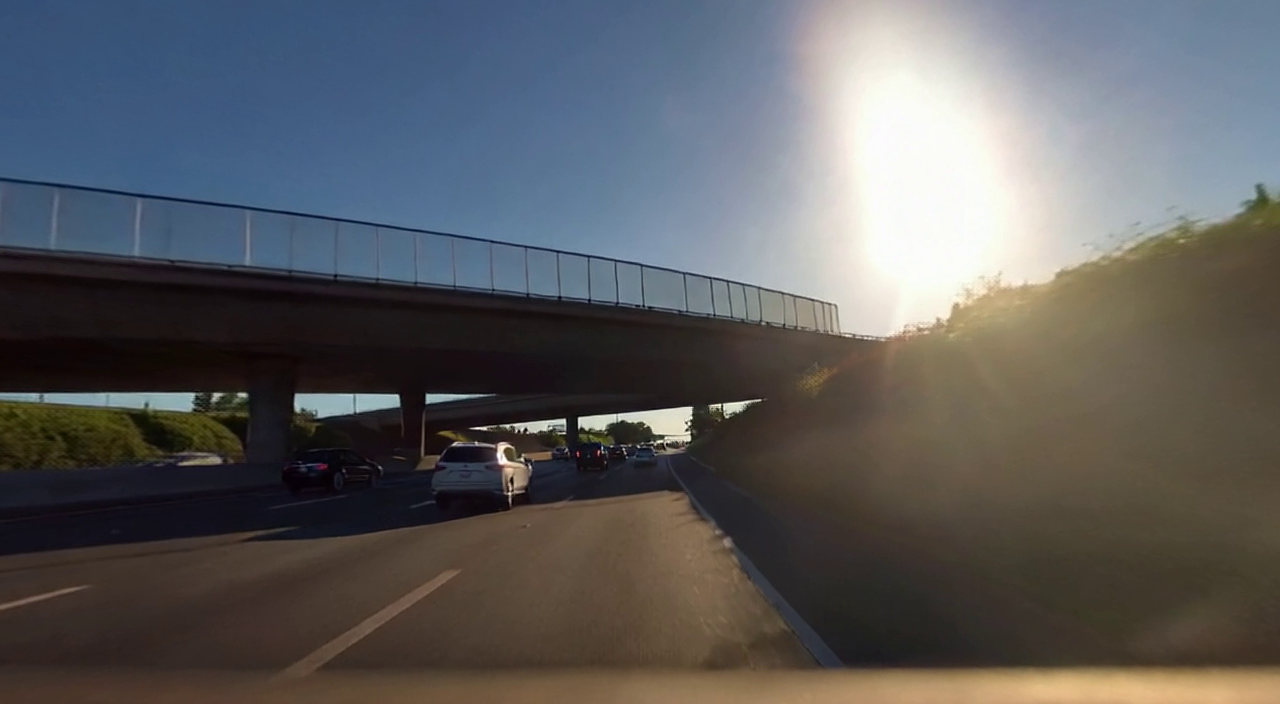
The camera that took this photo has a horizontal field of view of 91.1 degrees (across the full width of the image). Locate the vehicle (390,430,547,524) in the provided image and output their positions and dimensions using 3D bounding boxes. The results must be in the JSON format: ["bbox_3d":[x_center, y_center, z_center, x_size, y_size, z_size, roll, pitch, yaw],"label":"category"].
[{"bbox_3d":[-3.586,2.698,14.168,2.161,1.759,4.482,0,-8,1],"label":"vehicle"}]

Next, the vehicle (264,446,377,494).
[{"bbox_3d":[-11.996,4.414,23.950,1.954,1.640,4.339,0,-8,1],"label":"vehicle"}]

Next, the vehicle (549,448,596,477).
[{"bbox_3d":[-3.680,6.079,34.812,1.997,1.490,4.471,0,-8,2],"label":"vehicle"}]

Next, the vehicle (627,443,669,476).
[{"bbox_3d":[0.422,5.757,33.894,2.160,1.678,4.178,0,-8,0],"label":"vehicle"}]

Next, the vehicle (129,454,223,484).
[{"bbox_3d":[-32.527,8.182,44.307,2.189,1.871,5.706,0,-8,1],"label":"vehicle"}]
